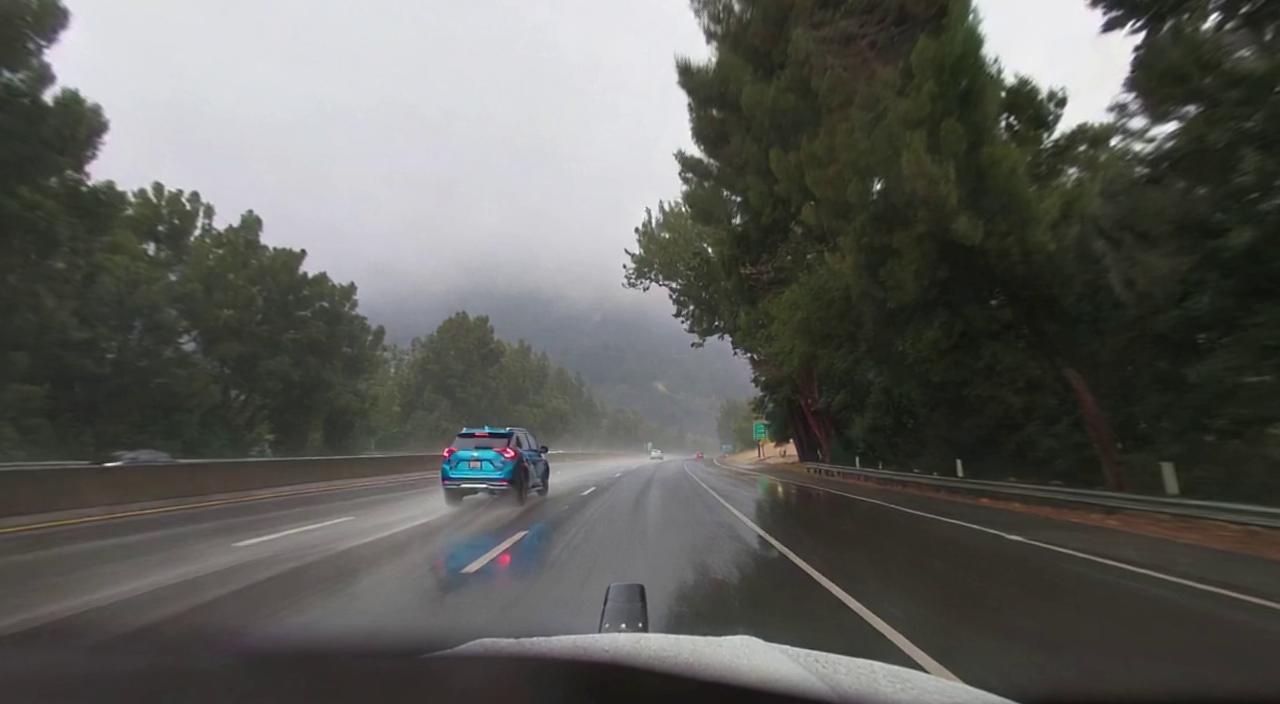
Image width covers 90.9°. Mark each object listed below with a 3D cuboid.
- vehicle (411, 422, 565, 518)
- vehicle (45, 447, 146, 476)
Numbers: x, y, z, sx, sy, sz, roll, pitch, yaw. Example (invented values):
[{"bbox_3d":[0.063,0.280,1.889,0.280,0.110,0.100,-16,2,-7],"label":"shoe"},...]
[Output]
[{"bbox_3d":[-3.175,2.595,14.393,2.183,1.803,4.685,0,-8,2],"label":"vehicle"},{"bbox_3d":[-31.490,6.324,36.644,1.816,1.529,4.414,0,-8,2],"label":"vehicle"}]
